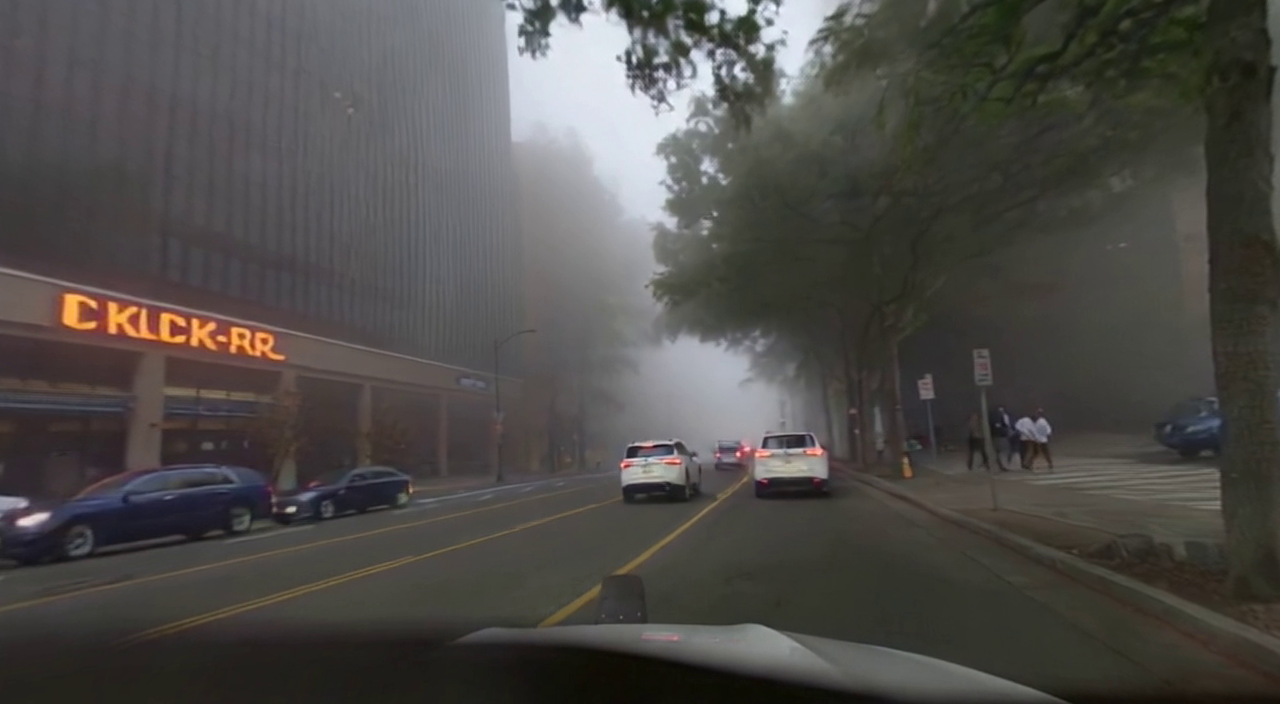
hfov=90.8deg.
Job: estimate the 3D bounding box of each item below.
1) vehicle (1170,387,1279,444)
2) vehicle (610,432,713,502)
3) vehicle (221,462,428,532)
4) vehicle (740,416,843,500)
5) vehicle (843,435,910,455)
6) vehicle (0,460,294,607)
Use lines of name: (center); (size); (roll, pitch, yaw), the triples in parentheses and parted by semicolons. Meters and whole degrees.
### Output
vehicle: (16.809, 1.683, 16.413); (4.189, 1.395, 1.725); (-2, -9, 13)
vehicle: (0.745, 3.176, 17.755); (2.023, 1.702, 4.152); (-2, -9, 14)
vehicle: (-8.405, 3.881, 17.631); (2.103, 1.514, 5.374); (-2, -9, 14)
vehicle: (4.156, 2.913, 17.583); (2.352, 1.953, 4.796); (-2, -9, 12)
vehicle: (17.809, 7.049, 47.721); (4.426, 1.490, 1.862); (-1, -9, 8)
vehicle: (-7.432, 2.326, 8.915); (1.857, 1.507, 4.504); (-2, -9, 13)
